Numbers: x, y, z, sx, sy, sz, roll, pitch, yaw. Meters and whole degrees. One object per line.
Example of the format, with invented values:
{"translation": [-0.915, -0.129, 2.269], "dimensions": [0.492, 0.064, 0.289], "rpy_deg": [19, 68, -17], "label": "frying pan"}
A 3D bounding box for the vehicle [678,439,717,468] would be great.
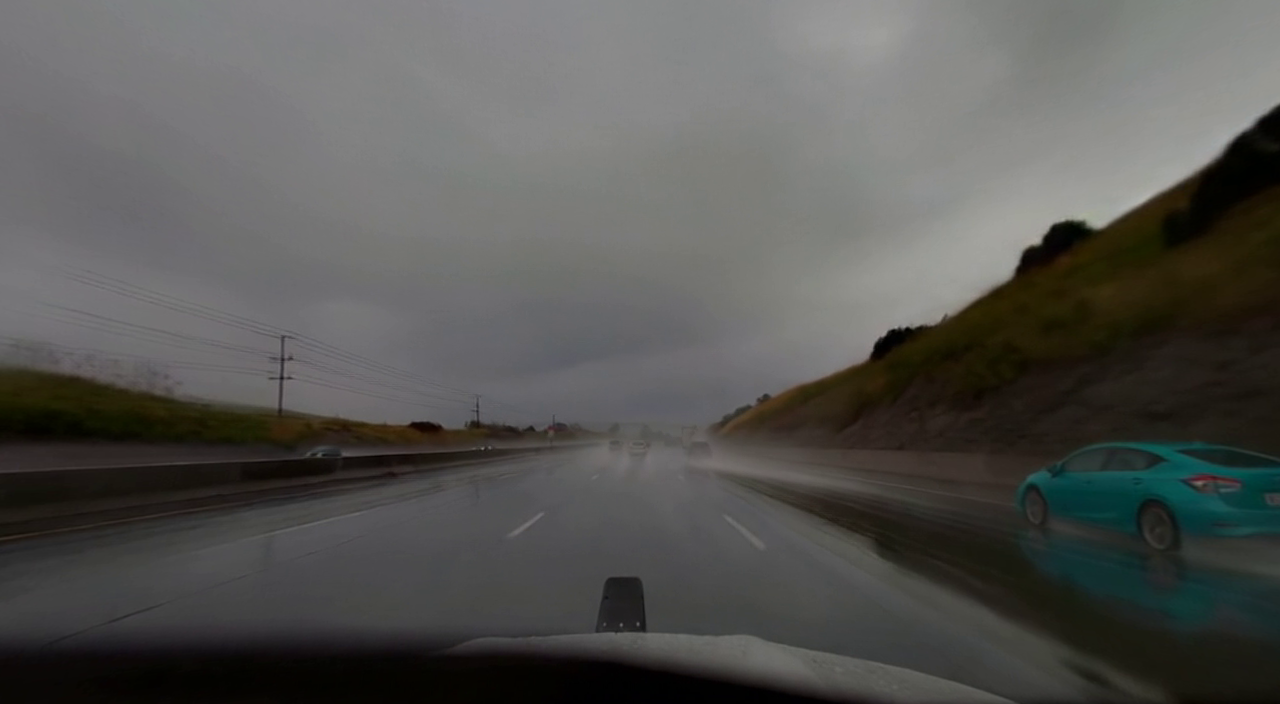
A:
{"translation": [3.736, 6.733, 41.873], "dimensions": [2.159, 1.782, 4.673], "rpy_deg": [1, -9, 0], "label": "vehicle"}

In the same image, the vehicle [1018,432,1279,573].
{"translation": [8.053, 2.019, 9.299], "dimensions": [1.970, 1.545, 4.818], "rpy_deg": [0, -8, 0], "label": "vehicle"}
